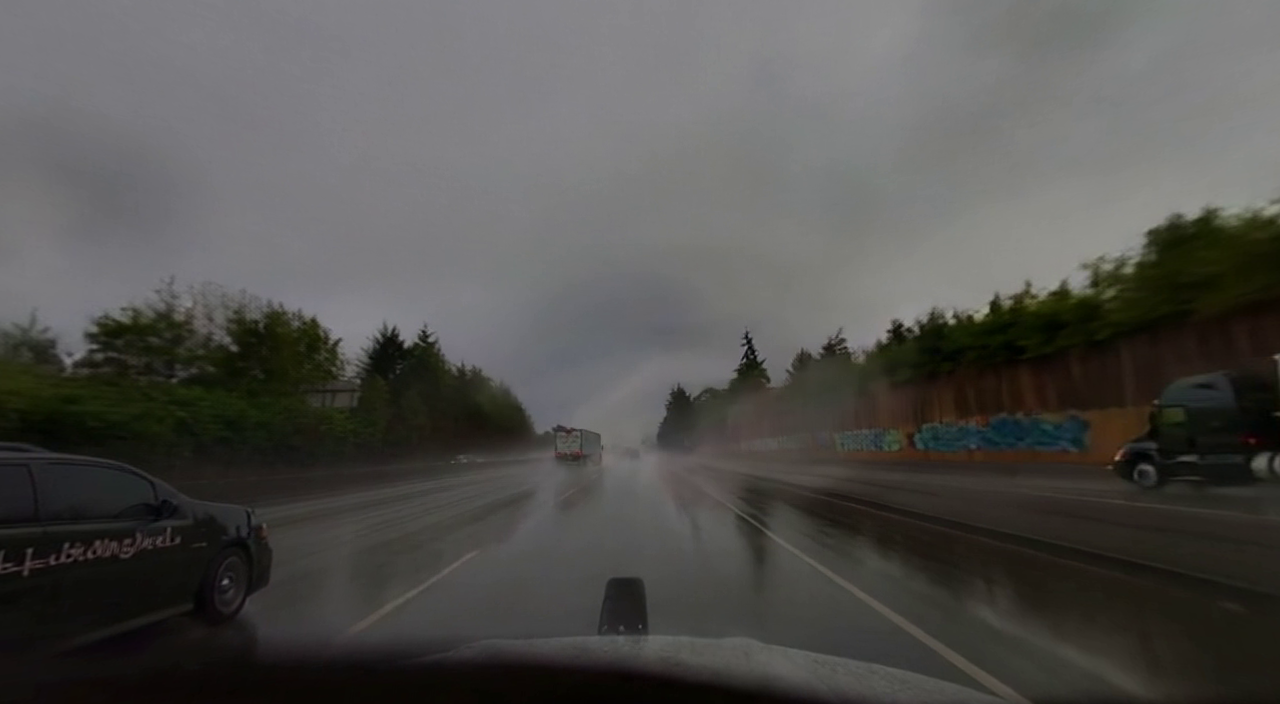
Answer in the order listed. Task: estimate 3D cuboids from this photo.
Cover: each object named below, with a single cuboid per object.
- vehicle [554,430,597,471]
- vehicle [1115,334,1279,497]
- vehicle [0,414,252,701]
[{"bbox_3d":[-4.183,6.520,41.727,2.305,2.517,5.486,0,-9,0],"label":"vehicle"},{"bbox_3d":[16.974,1.728,16.608,3.087,3.935,6.471,1,-9,-8],"label":"vehicle"},{"bbox_3d":[-4.352,1.046,3.077,2.024,1.476,4.466,0,-9,1],"label":"vehicle"}]
